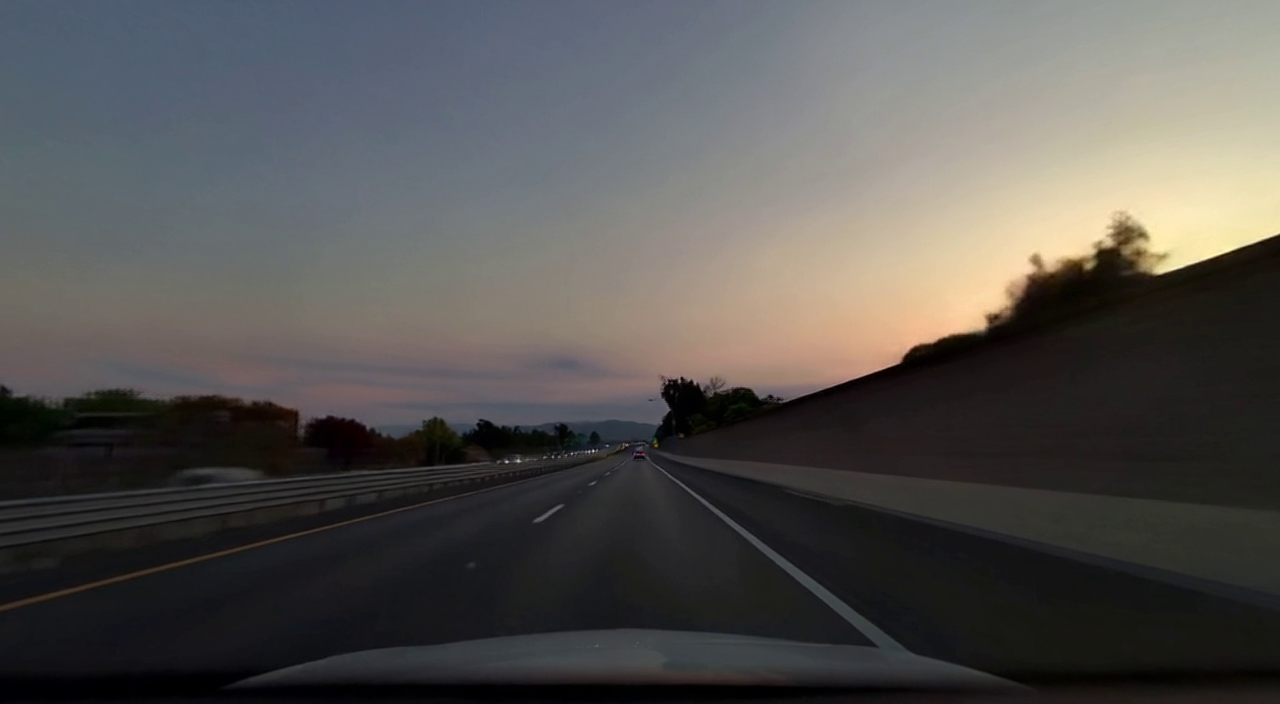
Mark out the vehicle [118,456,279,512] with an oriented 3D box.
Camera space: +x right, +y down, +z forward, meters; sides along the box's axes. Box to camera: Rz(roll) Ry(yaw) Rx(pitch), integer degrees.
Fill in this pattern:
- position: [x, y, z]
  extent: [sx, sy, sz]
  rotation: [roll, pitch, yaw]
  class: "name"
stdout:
- position: [-13.633, 4.057, 19.827]
  extent: [1.805, 1.488, 4.503]
  rotation: [0, -9, 0]
  class: "vehicle"
